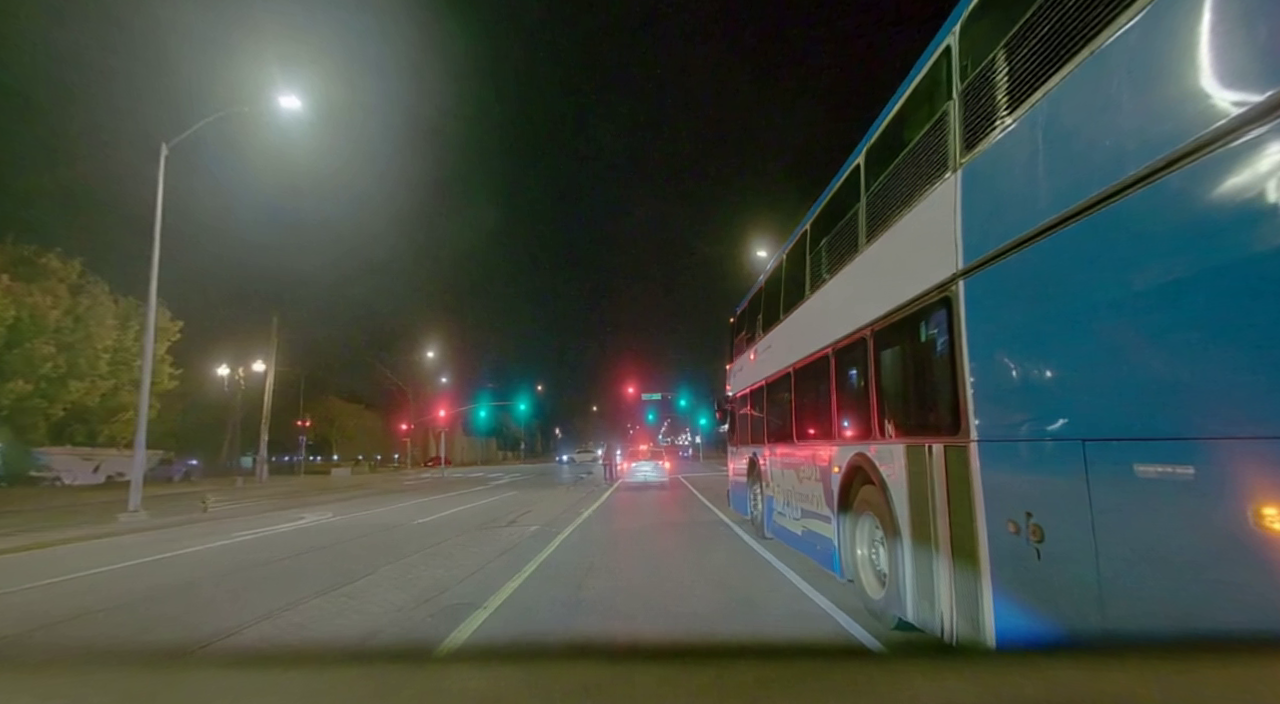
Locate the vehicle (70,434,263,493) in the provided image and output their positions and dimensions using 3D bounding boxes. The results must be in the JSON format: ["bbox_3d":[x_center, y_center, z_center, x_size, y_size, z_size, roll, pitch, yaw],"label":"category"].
[{"bbox_3d":[-29.251,6.897,39.627,9.150,3.310,2.988,6,-12,-37],"label":"vehicle"}]

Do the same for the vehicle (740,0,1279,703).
[{"bbox_3d":[3.423,0.117,4.102,3.250,3.731,13.693,0,-8,0],"label":"vehicle"}]

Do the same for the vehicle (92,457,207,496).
[{"bbox_3d":[-26.014,6.545,33.600,4.570,1.858,1.942,7,-11,-40],"label":"vehicle"}]

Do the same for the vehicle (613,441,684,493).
[{"bbox_3d":[0.310,3.801,21.184,2.123,1.544,4.158,0,-8,1],"label":"vehicle"}]

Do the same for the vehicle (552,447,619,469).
[{"bbox_3d":[-3.776,7.338,43.879,4.417,1.490,1.816,-5,-10,31],"label":"vehicle"}]

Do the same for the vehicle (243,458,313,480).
[{"bbox_3d":[-27.563,8.889,48.184,4.483,1.461,1.773,5,-10,-29],"label":"vehicle"}]
